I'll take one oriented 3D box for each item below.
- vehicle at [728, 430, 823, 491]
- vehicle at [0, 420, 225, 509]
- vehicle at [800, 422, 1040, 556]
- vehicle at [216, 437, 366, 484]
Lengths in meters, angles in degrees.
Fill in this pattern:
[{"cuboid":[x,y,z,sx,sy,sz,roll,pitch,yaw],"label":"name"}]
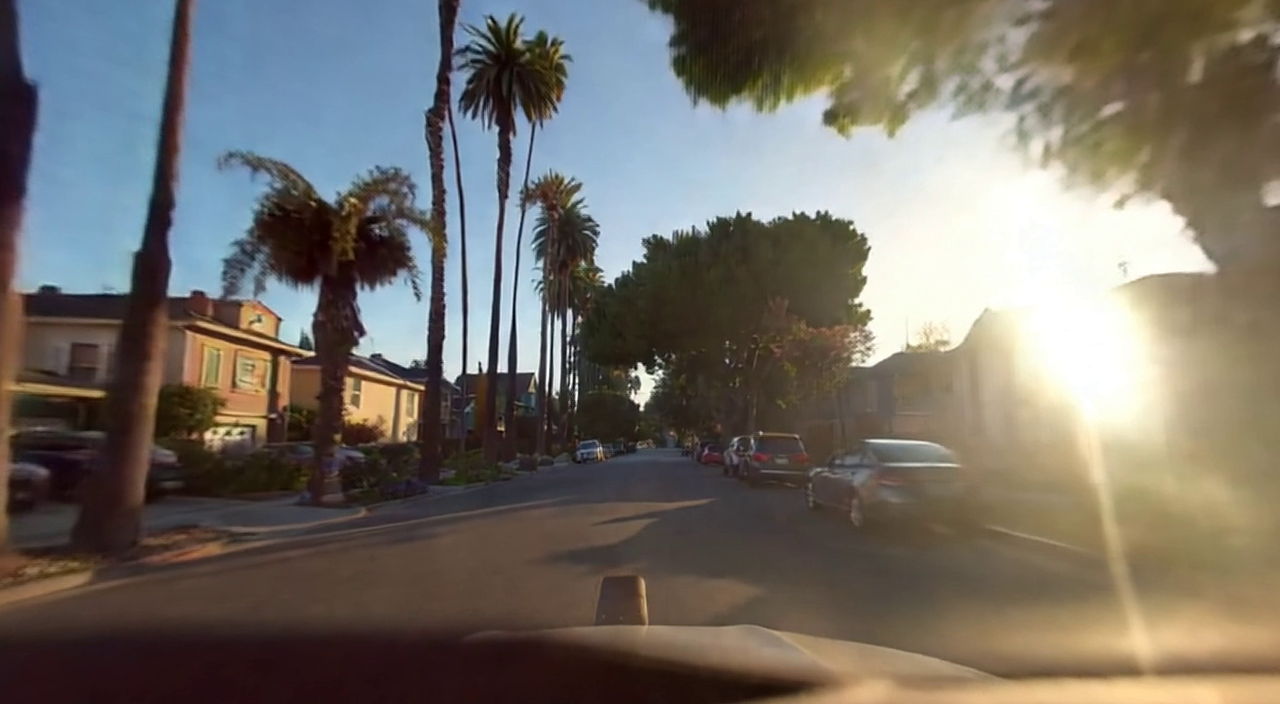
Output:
[{"cuboid":[4.356,3.578,21.243,2.166,1.766,5.186,0,-8,2],"label":"vehicle"},{"cuboid":[-13.233,2.707,15.486,4.576,1.977,2.153,0,-8,3],"label":"vehicle"},{"cuboid":[4.357,2.172,10.950,1.971,1.663,5.076,2,-8,1],"label":"vehicle"},{"cuboid":[-12.961,4.032,23.676,4.448,1.679,1.972,0,-8,2],"label":"vehicle"}]
